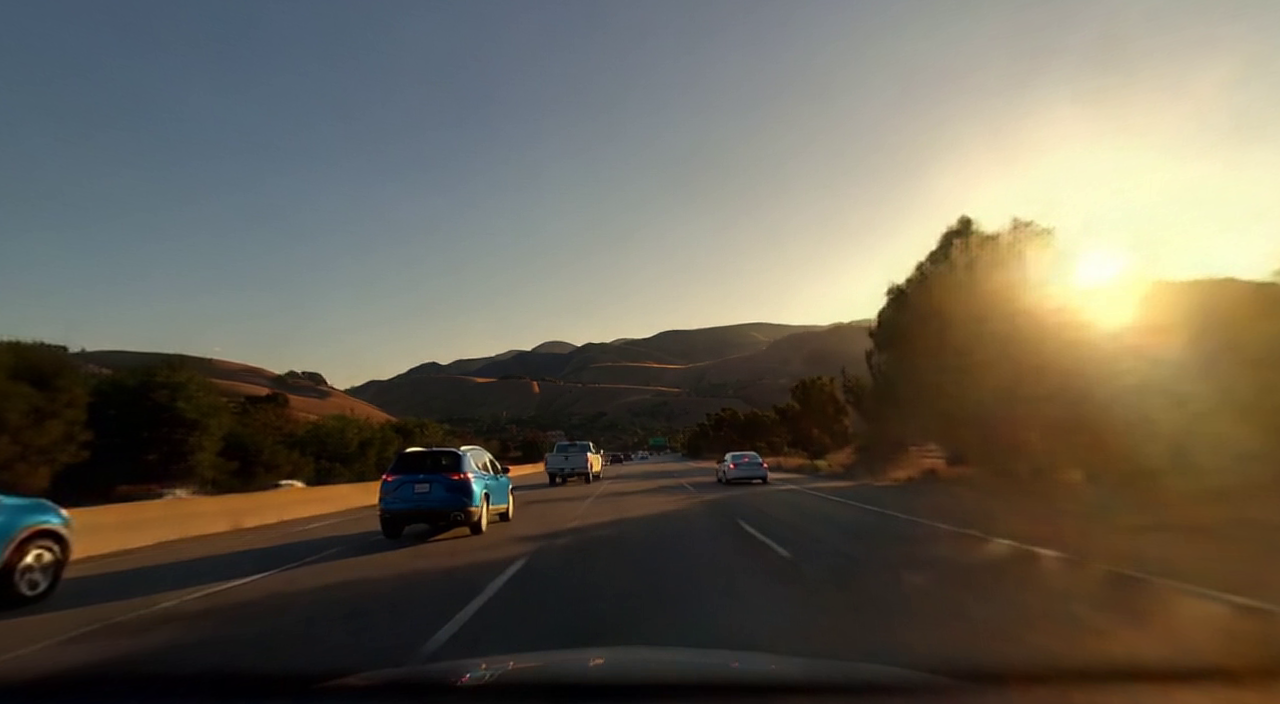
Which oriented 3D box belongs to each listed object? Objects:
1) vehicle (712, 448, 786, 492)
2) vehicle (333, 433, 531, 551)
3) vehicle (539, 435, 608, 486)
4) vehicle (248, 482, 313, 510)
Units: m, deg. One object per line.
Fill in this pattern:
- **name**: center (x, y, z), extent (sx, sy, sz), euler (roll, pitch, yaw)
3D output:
- **vehicle**: center (4.185, 4.591, 24.934), extent (2.071, 1.570, 4.637), euler (0, -9, 0)
- **vehicle**: center (-3.432, 2.391, 11.429), extent (2.080, 1.716, 4.207), euler (0, -9, 1)
- **vehicle**: center (-2.987, 5.080, 29.790), extent (2.494, 2.136, 5.539), euler (0, -9, 2)
- **vehicle**: center (-27.948, 11.188, 49.225), extent (2.017, 1.720, 5.219), euler (0, -8, 0)
